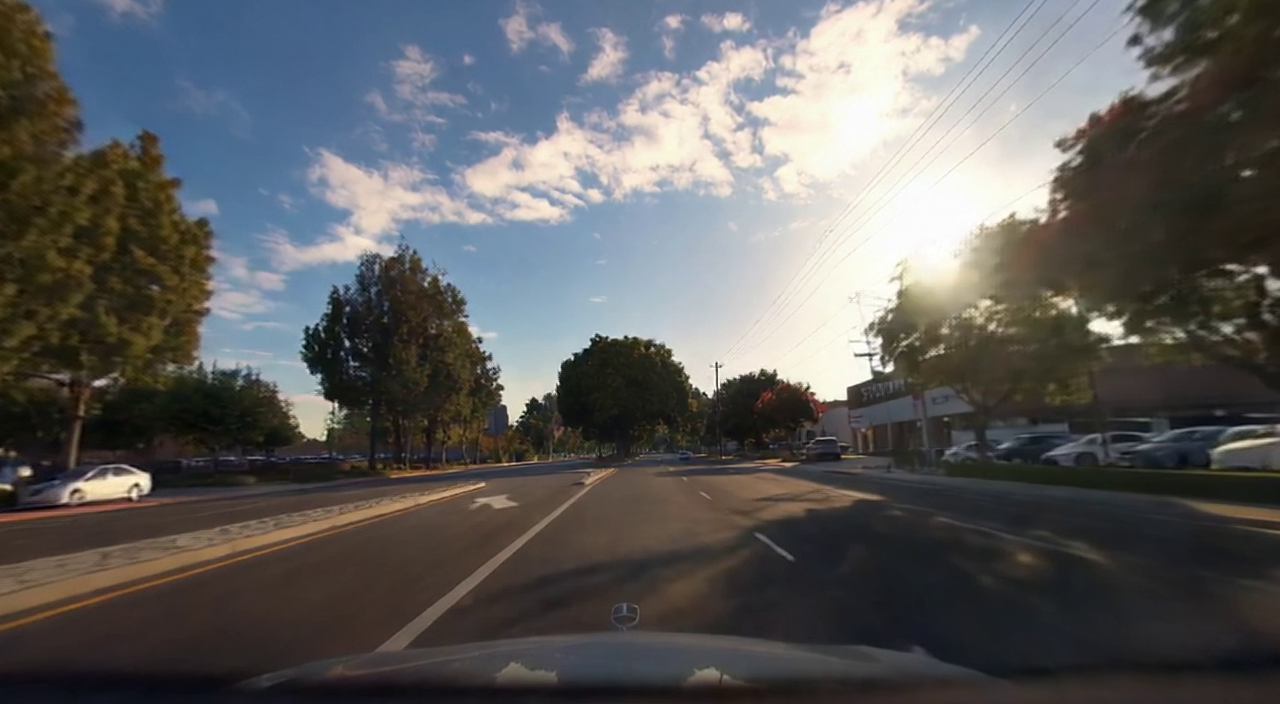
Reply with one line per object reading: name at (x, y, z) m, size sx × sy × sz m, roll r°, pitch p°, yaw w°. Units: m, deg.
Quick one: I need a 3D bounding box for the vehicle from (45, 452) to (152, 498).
vehicle at (-24.972, 5.667, 29.093) m, size 5.468 × 1.809 × 2.141 m, roll -9°, pitch -10°, yaw 32°

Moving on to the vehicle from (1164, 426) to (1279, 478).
vehicle at (20.011, 3.241, 20.544) m, size 4.082 × 1.567 × 2.011 m, roll 0°, pitch -9°, yaw -1°
